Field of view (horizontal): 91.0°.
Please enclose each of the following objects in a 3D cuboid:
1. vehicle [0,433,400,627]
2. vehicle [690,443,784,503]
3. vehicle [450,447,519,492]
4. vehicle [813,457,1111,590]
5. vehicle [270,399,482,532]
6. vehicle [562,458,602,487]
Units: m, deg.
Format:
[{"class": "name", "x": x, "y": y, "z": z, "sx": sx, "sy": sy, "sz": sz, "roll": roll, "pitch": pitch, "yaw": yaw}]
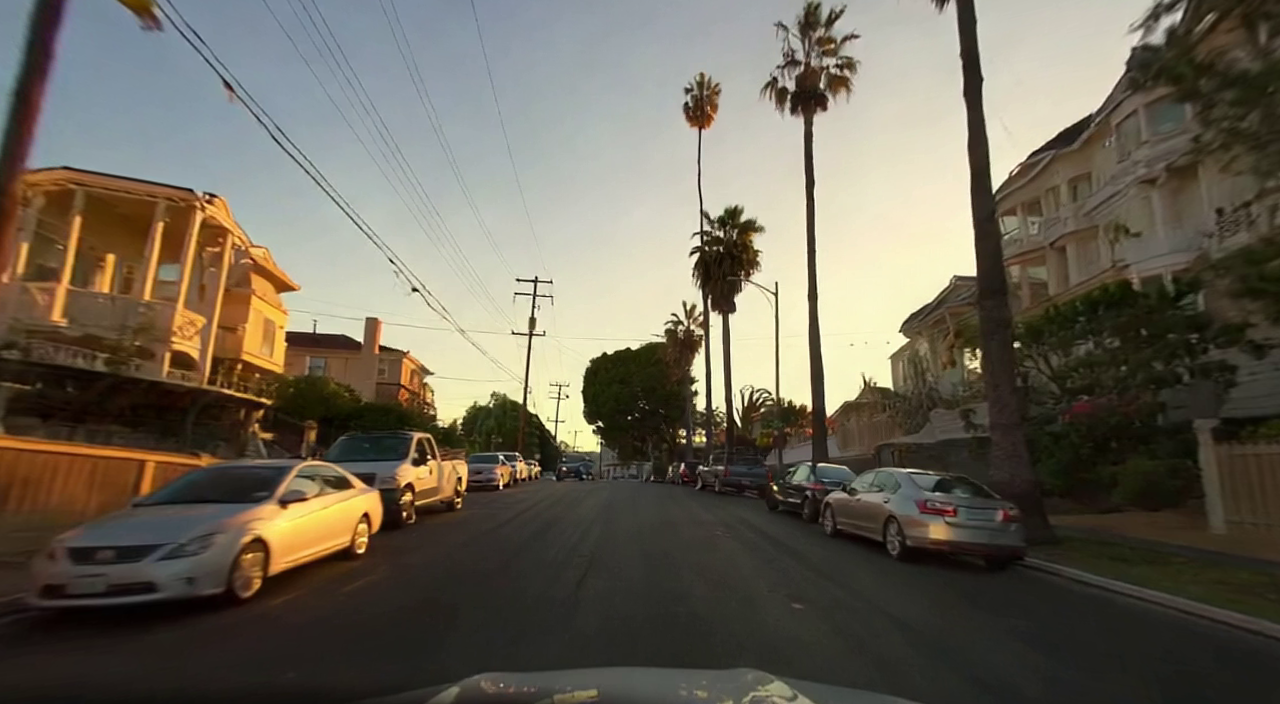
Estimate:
[{"class": "vehicle", "x": -4.513, "y": 1.736, "z": 7.308, "sx": 2.022, "sy": 1.489, "sz": 4.590, "roll": 1, "pitch": -8, "yaw": -5}, {"class": "vehicle", "x": 3.575, "y": 4.606, "z": 24.650, "sx": 2.358, "sy": 2.008, "sz": 5.957, "roll": 1, "pitch": -8, "yaw": -4}, {"class": "vehicle", "x": -5.800, "y": 4.397, "z": 24.015, "sx": 1.889, "sy": 1.499, "sz": 4.468, "roll": 1, "pitch": -8, "yaw": -5}, {"class": "vehicle", "x": 4.489, "y": 2.424, "z": 9.825, "sx": 2.043, "sy": 1.461, "sz": 4.504, "roll": 1, "pitch": -8, "yaw": -4}, {"class": "vehicle", "x": -5.022, "y": 2.259, "z": 13.134, "sx": 2.348, "sy": 2.144, "sz": 5.481, "roll": 1, "pitch": -8, "yaw": -4}, {"class": "vehicle", "x": -3.336, "y": 7.046, "z": 37.104, "sx": 2.060, "sy": 1.483, "sz": 4.574, "roll": 0, "pitch": -8, "yaw": -2}]
